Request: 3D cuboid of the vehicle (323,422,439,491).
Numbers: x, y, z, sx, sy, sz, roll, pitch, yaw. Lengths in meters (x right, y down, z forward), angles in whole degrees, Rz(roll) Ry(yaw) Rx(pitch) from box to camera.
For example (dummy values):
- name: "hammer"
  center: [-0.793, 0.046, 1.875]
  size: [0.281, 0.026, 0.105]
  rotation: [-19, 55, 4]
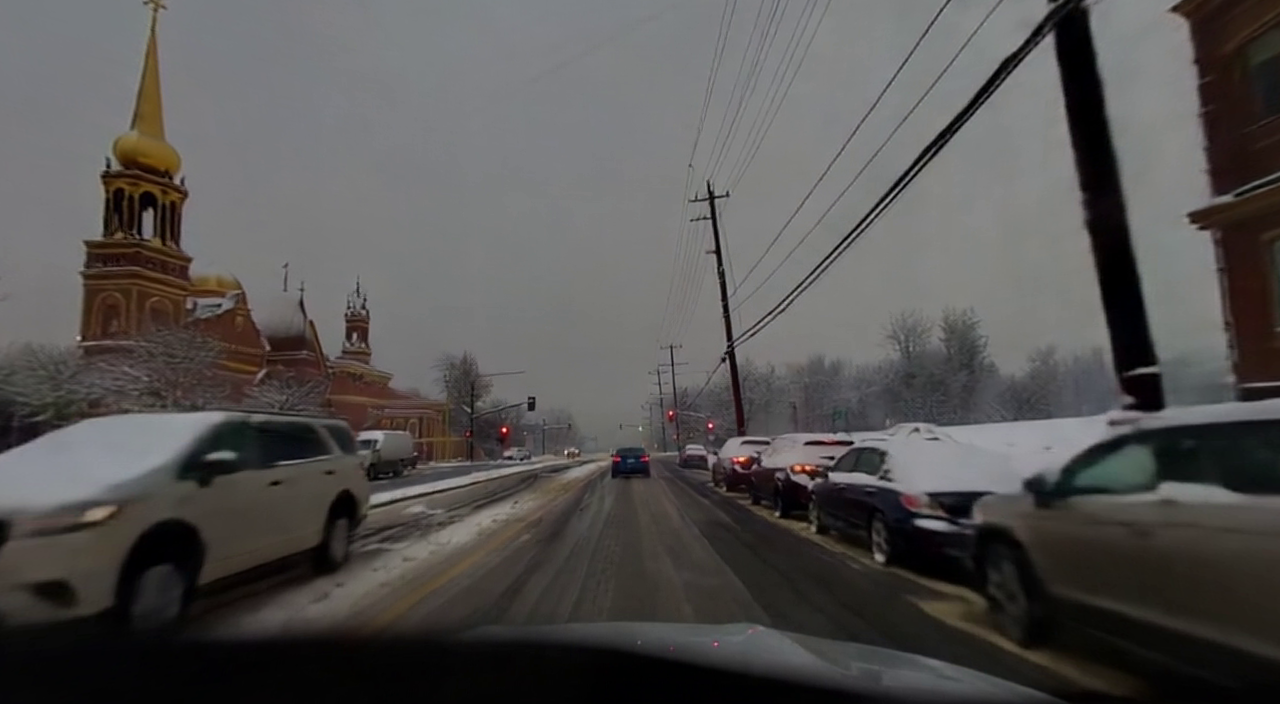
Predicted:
- name: "vehicle"
  center: [-12.149, 4.943, 30.285]
  size: [2.961, 2.739, 6.276]
  rotation: [-4, -8, -1]

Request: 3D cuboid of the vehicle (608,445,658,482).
- name: "vehicle"
  center: [-0.286, 4.853, 27.795]
  size: [2.049, 1.453, 4.299]
  rotation: [0, -9, 0]

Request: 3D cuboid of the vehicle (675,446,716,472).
- name: "vehicle"
  center: [3.481, 6.850, 40.570]
  size: [1.944, 1.530, 4.539]
  rotation: [0, -9, -4]

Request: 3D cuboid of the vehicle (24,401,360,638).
- name: "vehicle"
  center: [-5.072, 1.616, 7.161]
  size: [2.240, 1.731, 4.470]
  rotation: [7, -11, -39]

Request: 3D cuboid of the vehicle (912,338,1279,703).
- name: "vehicle"
  center: [3.595, 0.947, 3.086]
  size: [2.106, 1.750, 5.328]
  rotation: [2, -9, -1]
